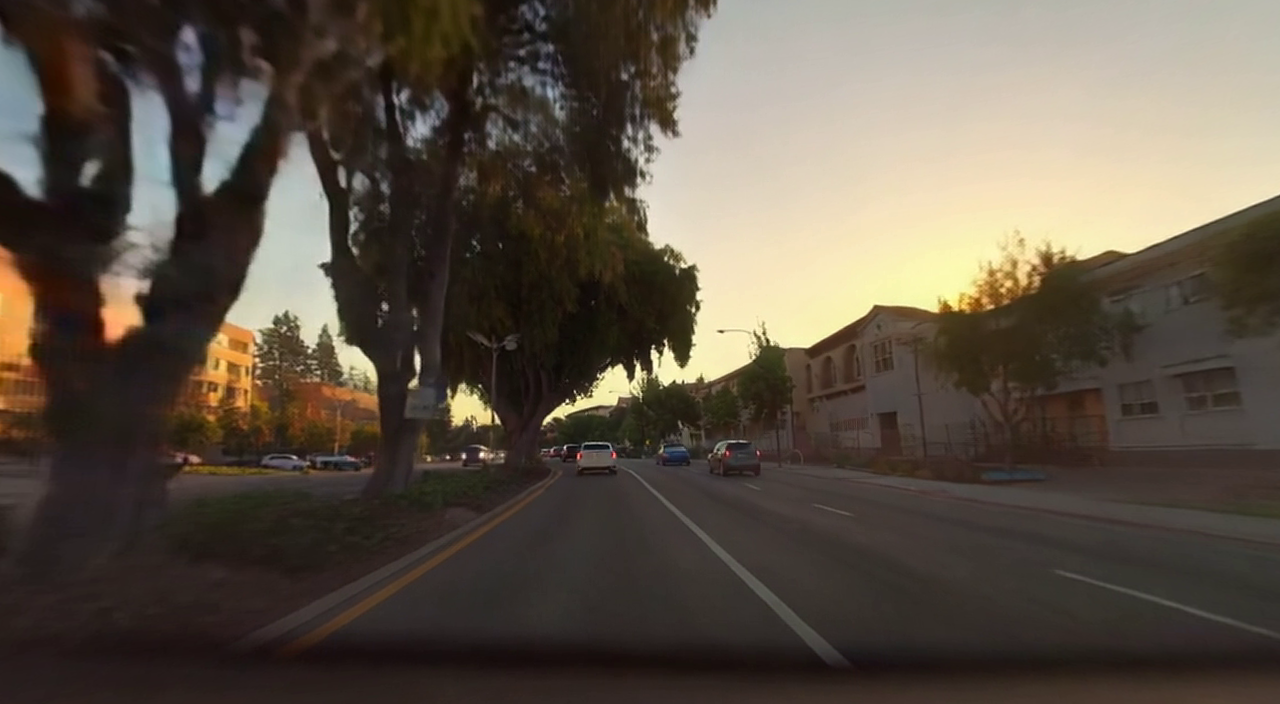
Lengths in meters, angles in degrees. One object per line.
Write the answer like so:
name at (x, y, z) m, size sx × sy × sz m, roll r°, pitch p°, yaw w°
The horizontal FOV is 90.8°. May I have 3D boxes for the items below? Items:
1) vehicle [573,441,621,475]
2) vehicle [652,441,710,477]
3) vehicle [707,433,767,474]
vehicle at (-2.037, 4.952, 29.679) m, size 2.101 × 1.444 × 4.248 m, roll 0°, pitch -9°, yaw -4°
vehicle at (1.759, 4.836, 28.728) m, size 1.993 × 1.477 × 4.240 m, roll 0°, pitch -9°, yaw -5°
vehicle at (5.066, 5.434, 33.841) m, size 2.052 × 1.990 × 4.736 m, roll 0°, pitch -9°, yaw -5°
